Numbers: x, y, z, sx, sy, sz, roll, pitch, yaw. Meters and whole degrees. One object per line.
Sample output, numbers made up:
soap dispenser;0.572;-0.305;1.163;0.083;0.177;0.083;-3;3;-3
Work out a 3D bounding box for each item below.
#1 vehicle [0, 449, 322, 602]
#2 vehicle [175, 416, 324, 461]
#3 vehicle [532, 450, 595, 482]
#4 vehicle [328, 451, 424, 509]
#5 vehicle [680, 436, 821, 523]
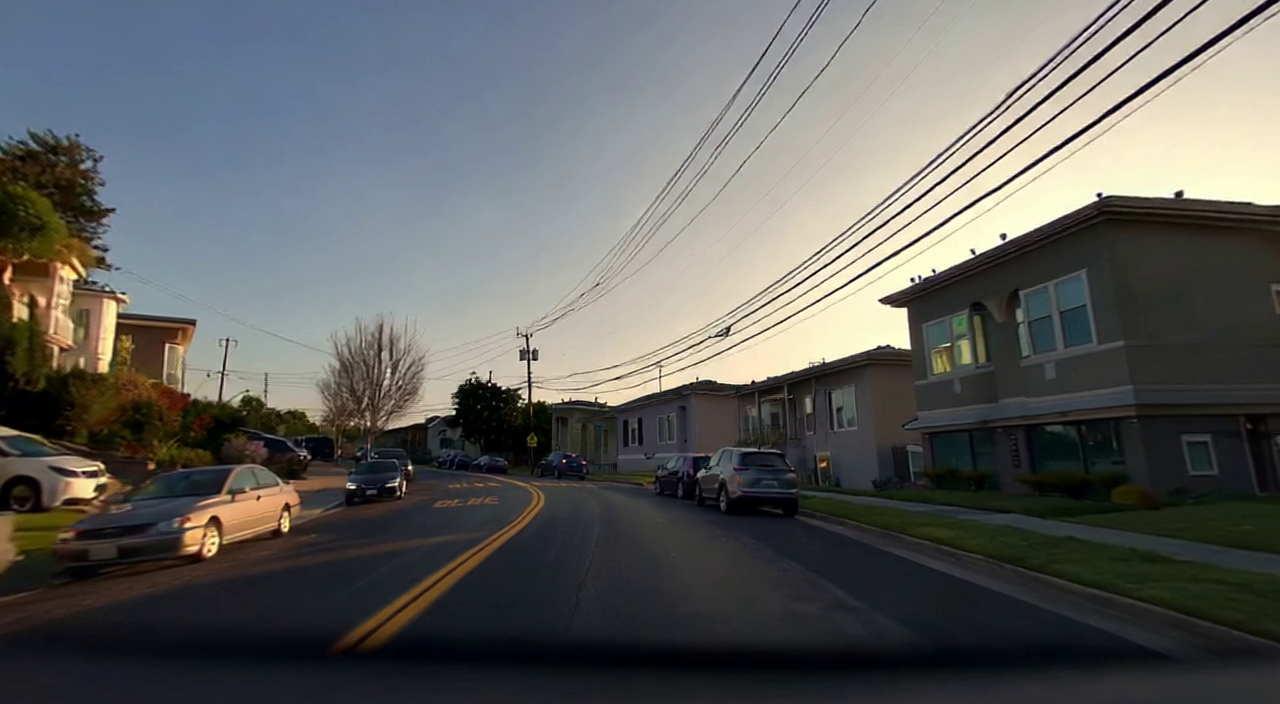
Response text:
vehicle;-7.140;2.406;9.640;2.154;1.516;4.854;-7;-8;-3
vehicle;-18.729;4.215;30.586;5.822;1.956;2.355;5;-10;-32
vehicle;-4.572;6.672;37.215;1.994;1.682;4.750;9;-12;-27
vehicle;-8.123;3.914;19.760;2.003;1.447;3.642;-2;-8;-10
vehicle;2.468;3.002;15.523;1.974;1.769;4.610;1;-9;-9
